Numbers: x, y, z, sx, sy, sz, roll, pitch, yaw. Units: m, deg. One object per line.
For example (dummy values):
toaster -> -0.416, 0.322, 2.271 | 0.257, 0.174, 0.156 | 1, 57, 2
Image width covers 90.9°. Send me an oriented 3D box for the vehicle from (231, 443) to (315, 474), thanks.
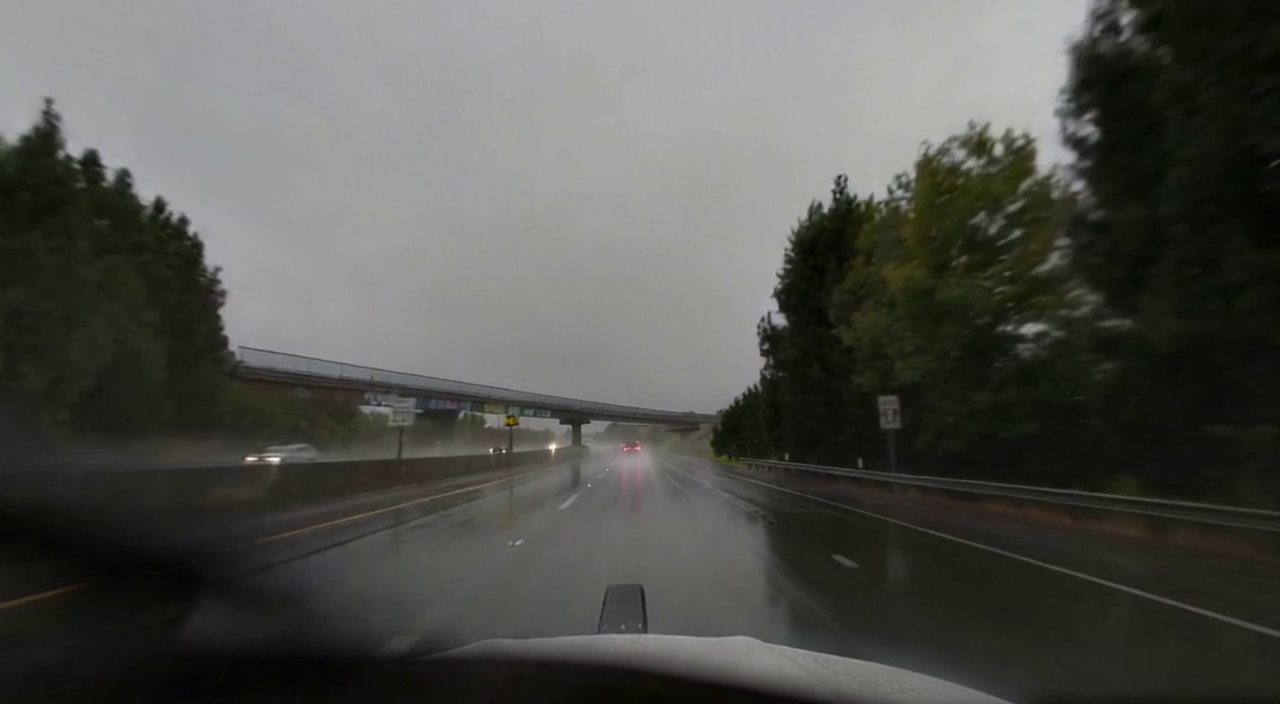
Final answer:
vehicle -> -18.154, 5.283, 31.404 | 1.735, 1.423, 4.074 | 0, -9, -1
